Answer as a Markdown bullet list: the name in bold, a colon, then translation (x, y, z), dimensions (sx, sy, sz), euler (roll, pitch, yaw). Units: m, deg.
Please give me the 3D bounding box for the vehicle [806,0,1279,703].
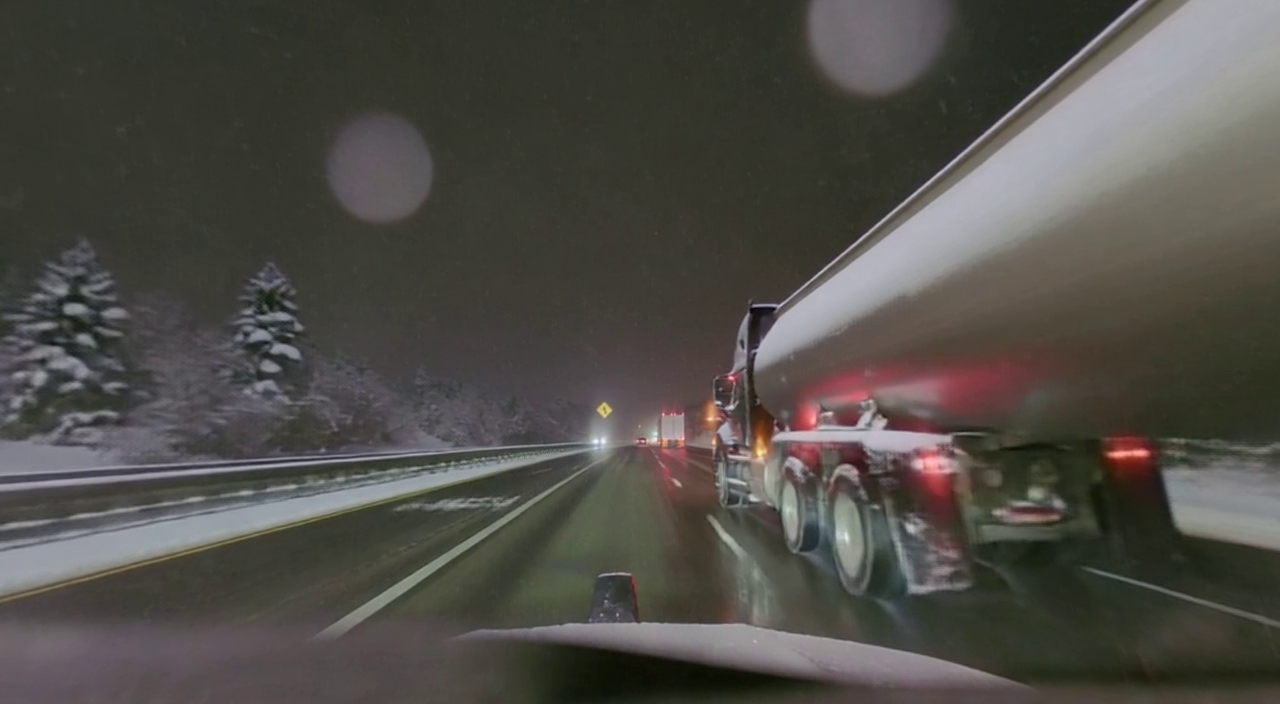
- **vehicle**: translation (3.162, -0.193, 2.650), dimensions (2.962, 3.845, 6.332), euler (0, -8, -2)
